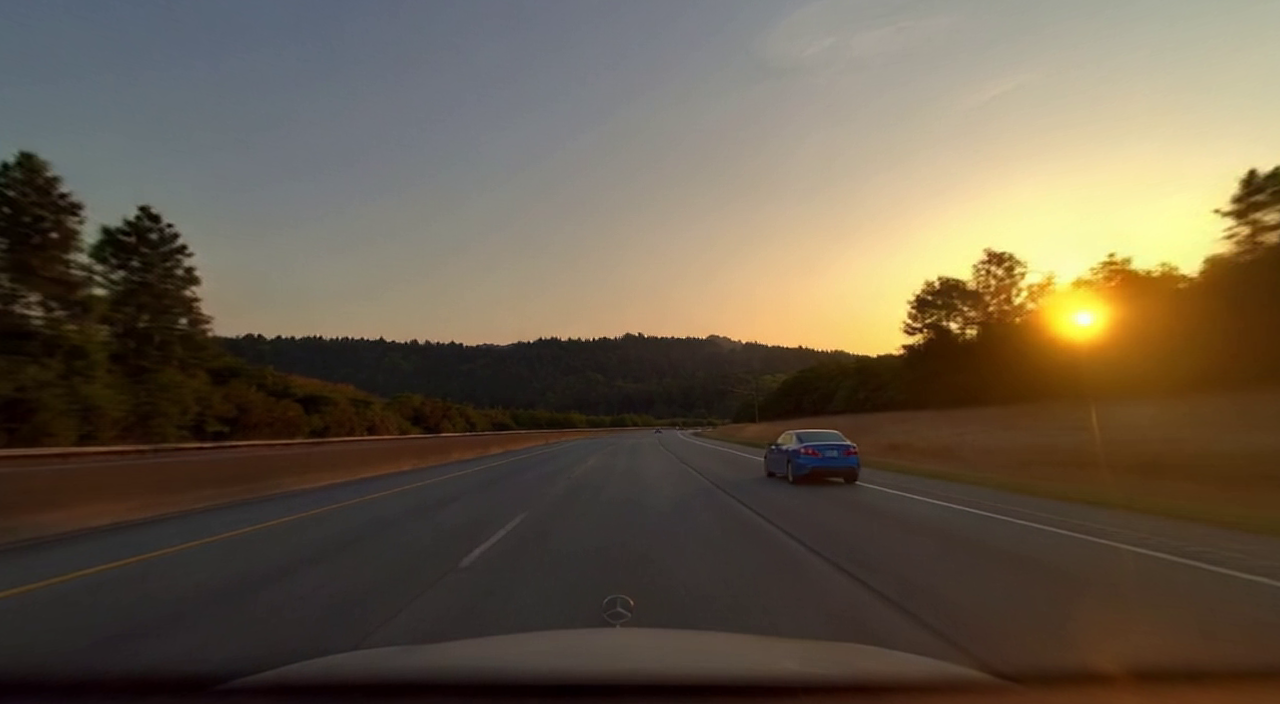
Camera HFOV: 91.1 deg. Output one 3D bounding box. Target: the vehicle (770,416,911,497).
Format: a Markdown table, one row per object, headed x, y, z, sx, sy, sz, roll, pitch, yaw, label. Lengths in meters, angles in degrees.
| x | y | z | sx | sy | sz | roll | pitch | yaw | label |
| --- | --- | --- | --- | --- | --- | --- | --- | --- | --- |
| 4.166 | 2.211 | 13.735 | 1.765 | 1.510 | 3.762 | 0 | -8 | -1 | vehicle |
